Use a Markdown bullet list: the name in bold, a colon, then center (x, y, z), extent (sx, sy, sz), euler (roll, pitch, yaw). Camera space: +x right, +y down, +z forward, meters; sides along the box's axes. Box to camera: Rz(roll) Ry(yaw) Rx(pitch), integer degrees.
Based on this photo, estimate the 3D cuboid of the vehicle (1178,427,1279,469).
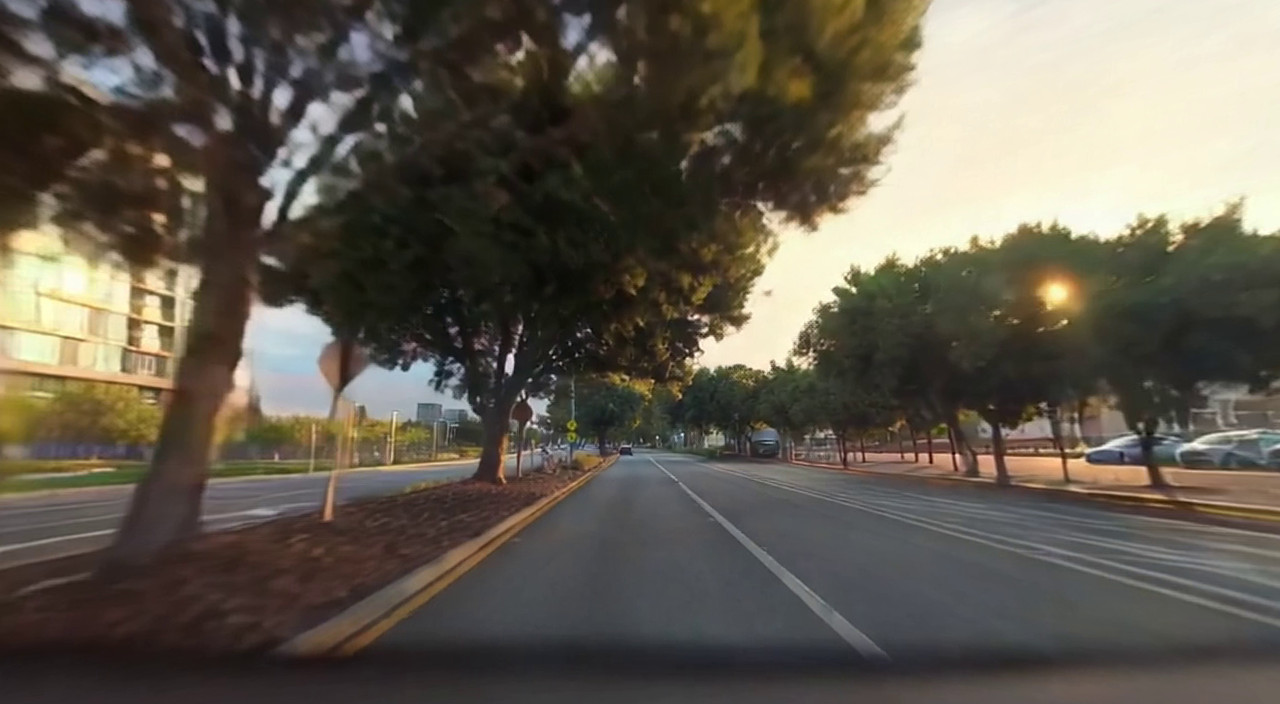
- **vehicle**: center (21.915, 3.306, 21.905), extent (4.378, 1.380, 2.099), euler (-2, -7, 8)
